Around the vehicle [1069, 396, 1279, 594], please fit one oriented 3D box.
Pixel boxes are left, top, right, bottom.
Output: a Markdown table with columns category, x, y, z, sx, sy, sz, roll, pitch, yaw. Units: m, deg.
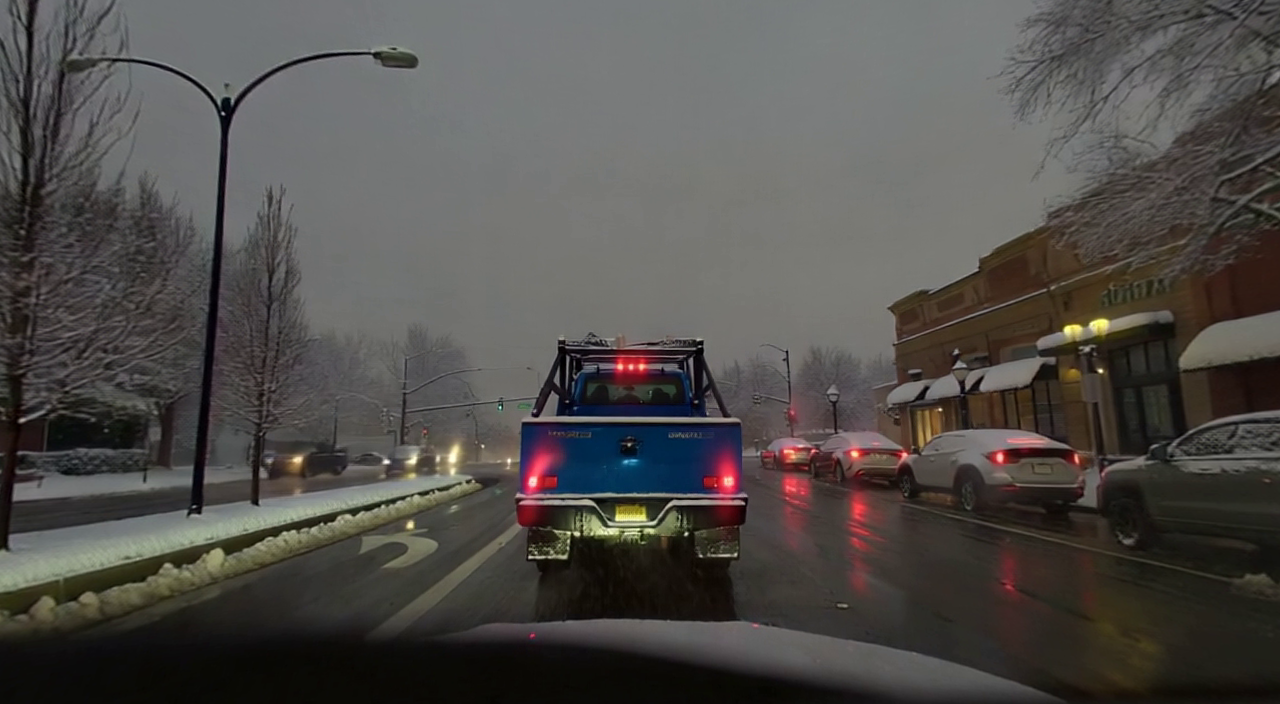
| category | x | y | z | sx | sy | sz | roll | pitch | yaw |
| --- | --- | --- | --- | --- | --- | --- | --- | --- | --- |
| vehicle | 6.813 | 1.361 | 6.171 | 2.023 | 1.771 | 4.488 | 0 | -9 | 0 |

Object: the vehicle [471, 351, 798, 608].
| category | x | y | z | sx | sy | sz | roll | pitch | yaw |
| --- | --- | --- | --- | --- | --- | --- | --- | --- | --- |
| vehicle | -0.095 | 1.467 | 8.159 | 2.682 | 2.117 | 5.706 | 0 | -9 | -1 |

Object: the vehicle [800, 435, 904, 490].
| category | x | y | z | sx | sy | sz | roll | pitch | yaw |
| --- | --- | --- | --- | --- | --- | --- | --- | --- | --- |
| vehicle | 7.068 | 3.731 | 21.607 | 1.953 | 1.665 | 4.327 | 0 | -9 | -2 |

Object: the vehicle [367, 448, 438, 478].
| category | x | y | z | sx | sy | sz | roll | pitch | yaw |
| --- | --- | --- | --- | --- | --- | --- | --- | --- | --- |
| vehicle | -12.523 | 5.847 | 33.654 | 1.983 | 1.449 | 4.501 | 0 | -9 | 0 |

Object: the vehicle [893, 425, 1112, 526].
| category | x | y | z | sx | sy | sz | roll | pitch | yaw |
| --- | --- | --- | --- | --- | --- | --- | --- | --- | --- |
| vehicle | 7.066 | 2.436 | 12.974 | 1.931 | 1.692 | 4.267 | 0 | -9 | 0 |

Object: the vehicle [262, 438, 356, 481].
| category | x | y | z | sx | sy | sz | roll | pitch | yaw |
| --- | --- | --- | --- | --- | --- | --- | --- | --- | --- |
| vehicle | -19.220 | 6.255 | 37.080 | 2.700 | 2.296 | 5.270 | 0 | -9 | -1 |
